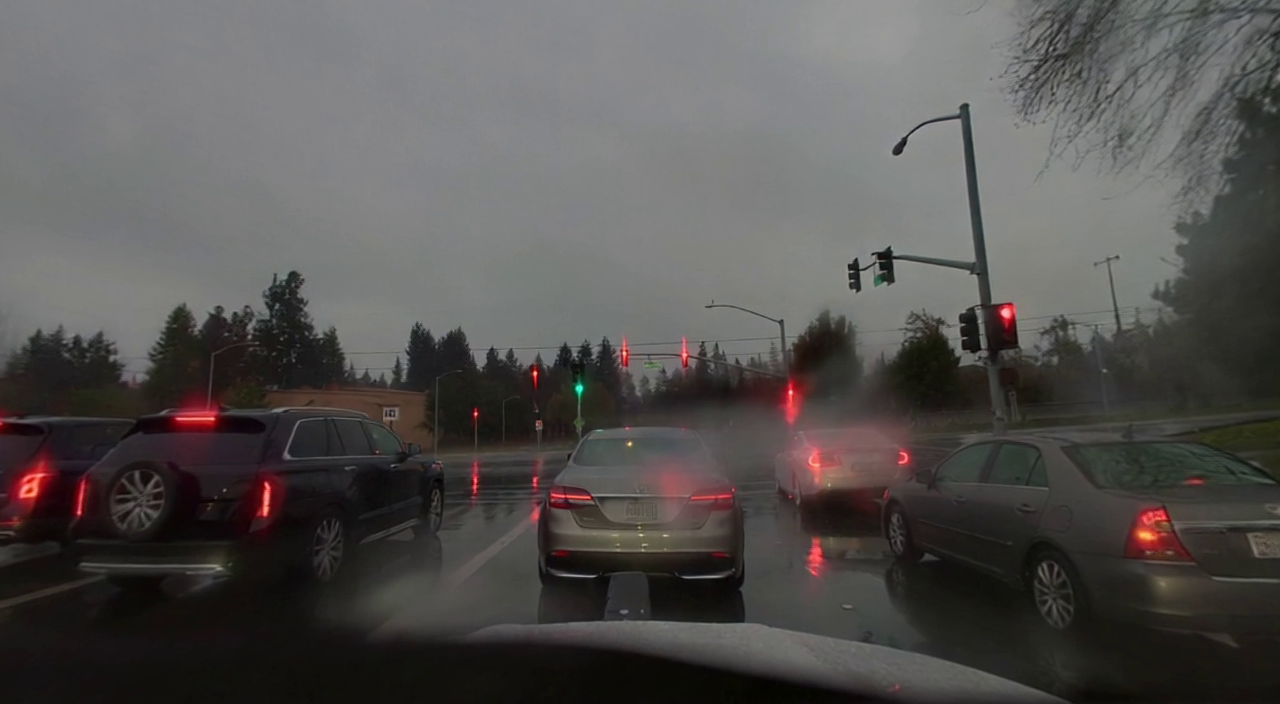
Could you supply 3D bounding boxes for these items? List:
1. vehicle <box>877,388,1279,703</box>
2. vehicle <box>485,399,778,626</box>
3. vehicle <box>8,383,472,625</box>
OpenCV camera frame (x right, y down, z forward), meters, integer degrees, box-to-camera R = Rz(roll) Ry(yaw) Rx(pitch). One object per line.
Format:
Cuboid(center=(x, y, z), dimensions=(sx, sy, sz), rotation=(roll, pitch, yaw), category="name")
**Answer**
Cuboid(center=(3.588, 1.207, 4.602), dimensions=(2.010, 1.486, 4.498), rotation=(0, -8, 1), category="vehicle")
Cuboid(center=(-0.043, 1.395, 6.304), dimensions=(2.047, 1.579, 3.642), rotation=(0, -8, 1), category="vehicle")
Cuboid(center=(-3.551, 1.431, 6.859), dimensions=(2.014, 1.755, 4.360), rotation=(0, -8, 3), category="vehicle")
